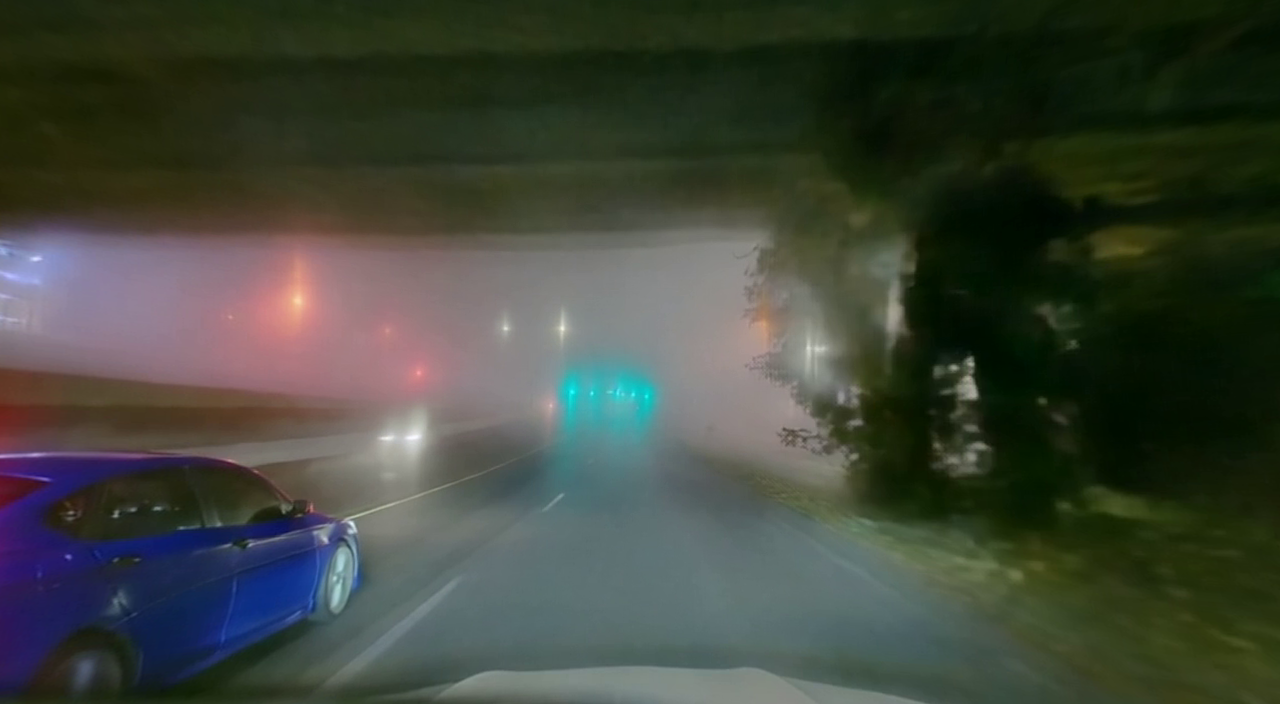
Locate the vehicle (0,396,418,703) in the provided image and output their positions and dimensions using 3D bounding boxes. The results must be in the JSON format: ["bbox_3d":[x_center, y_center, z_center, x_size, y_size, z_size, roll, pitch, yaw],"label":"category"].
[{"bbox_3d":[-3.172,1.169,3.924,2.041,1.470,4.290,-1,-8,0],"label":"vehicle"}]

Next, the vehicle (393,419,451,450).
[{"bbox_3d":[-13.734,5.185,40.082,1.983,1.649,4.565,-1,-4,1],"label":"vehicle"}]
